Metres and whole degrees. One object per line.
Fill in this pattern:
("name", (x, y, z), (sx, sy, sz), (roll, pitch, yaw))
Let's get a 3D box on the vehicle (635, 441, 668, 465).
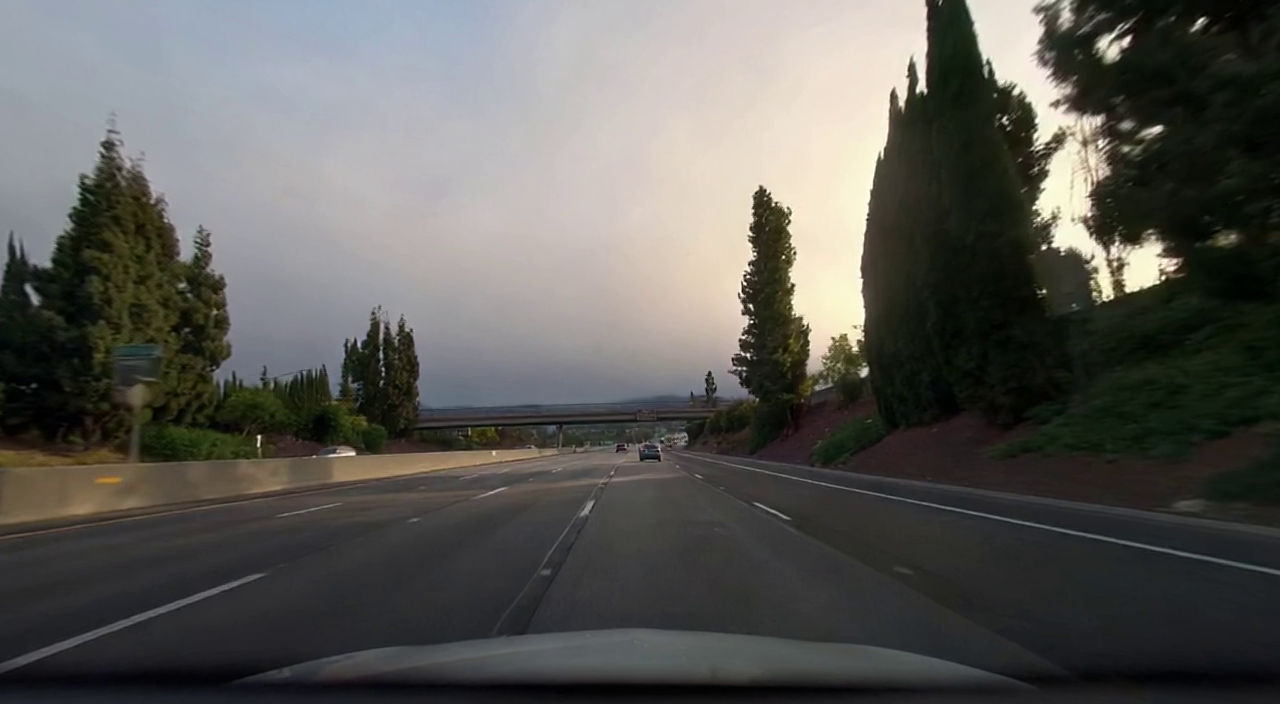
("vehicle", (0.696, 6.578, 41.247), (1.970, 1.477, 4.158), (0, -9, -1))
